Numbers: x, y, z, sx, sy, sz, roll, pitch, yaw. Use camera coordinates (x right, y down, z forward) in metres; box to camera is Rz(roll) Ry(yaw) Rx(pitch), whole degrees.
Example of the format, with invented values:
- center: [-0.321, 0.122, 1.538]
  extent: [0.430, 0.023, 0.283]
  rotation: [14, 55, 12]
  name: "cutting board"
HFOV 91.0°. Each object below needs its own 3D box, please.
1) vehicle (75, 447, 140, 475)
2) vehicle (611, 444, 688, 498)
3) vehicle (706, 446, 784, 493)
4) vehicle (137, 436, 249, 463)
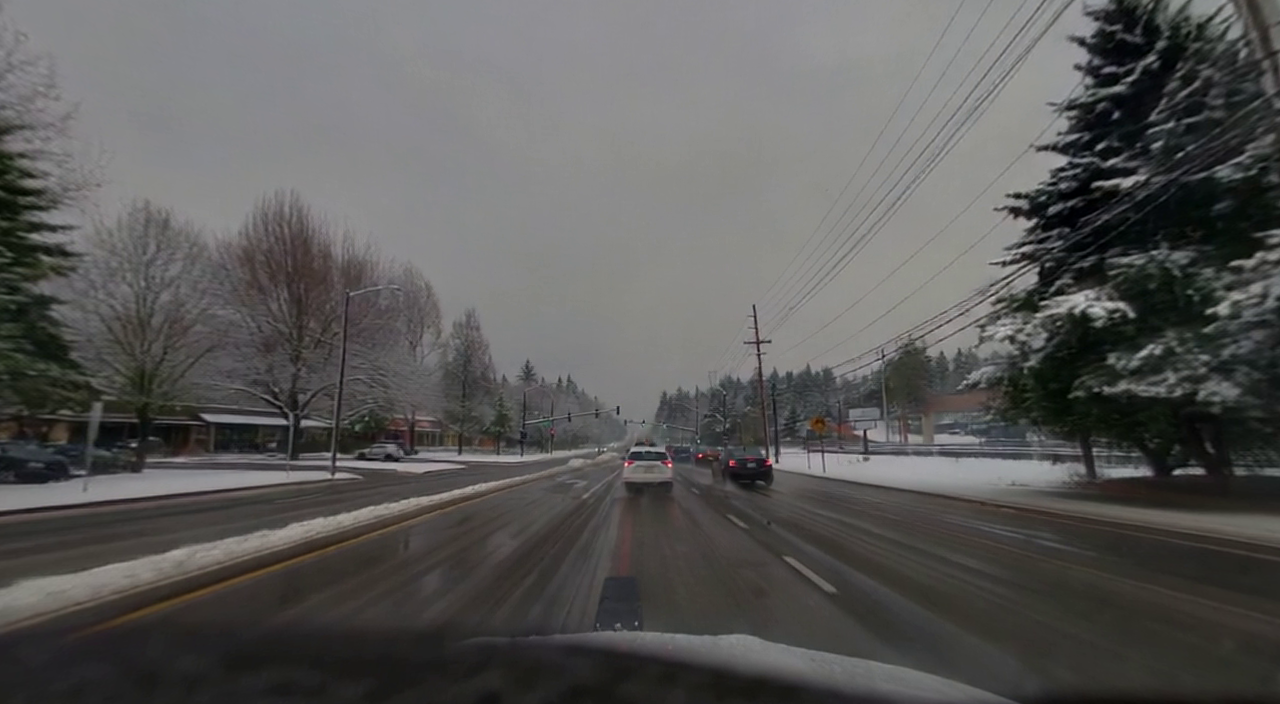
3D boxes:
- center: [-30.044, 6.135, 35.620]
  extent: [1.939, 1.459, 3.953]
  rotation: [5, -10, -28]
  name: "vehicle"
- center: [0.234, 3.611, 19.571]
  extent: [2.144, 1.473, 4.028]
  rotation: [0, -8, -1]
  name: "vehicle"
- center: [3.539, 4.030, 22.020]
  extent: [1.985, 1.489, 4.036]
  rotation: [0, -8, 0]
  name: "vehicle"
- center: [-34.360, 7.501, 48.557]
  extent: [6.282, 2.011, 3.033]
  rotation: [0, -8, -3]
  name: "vehicle"
